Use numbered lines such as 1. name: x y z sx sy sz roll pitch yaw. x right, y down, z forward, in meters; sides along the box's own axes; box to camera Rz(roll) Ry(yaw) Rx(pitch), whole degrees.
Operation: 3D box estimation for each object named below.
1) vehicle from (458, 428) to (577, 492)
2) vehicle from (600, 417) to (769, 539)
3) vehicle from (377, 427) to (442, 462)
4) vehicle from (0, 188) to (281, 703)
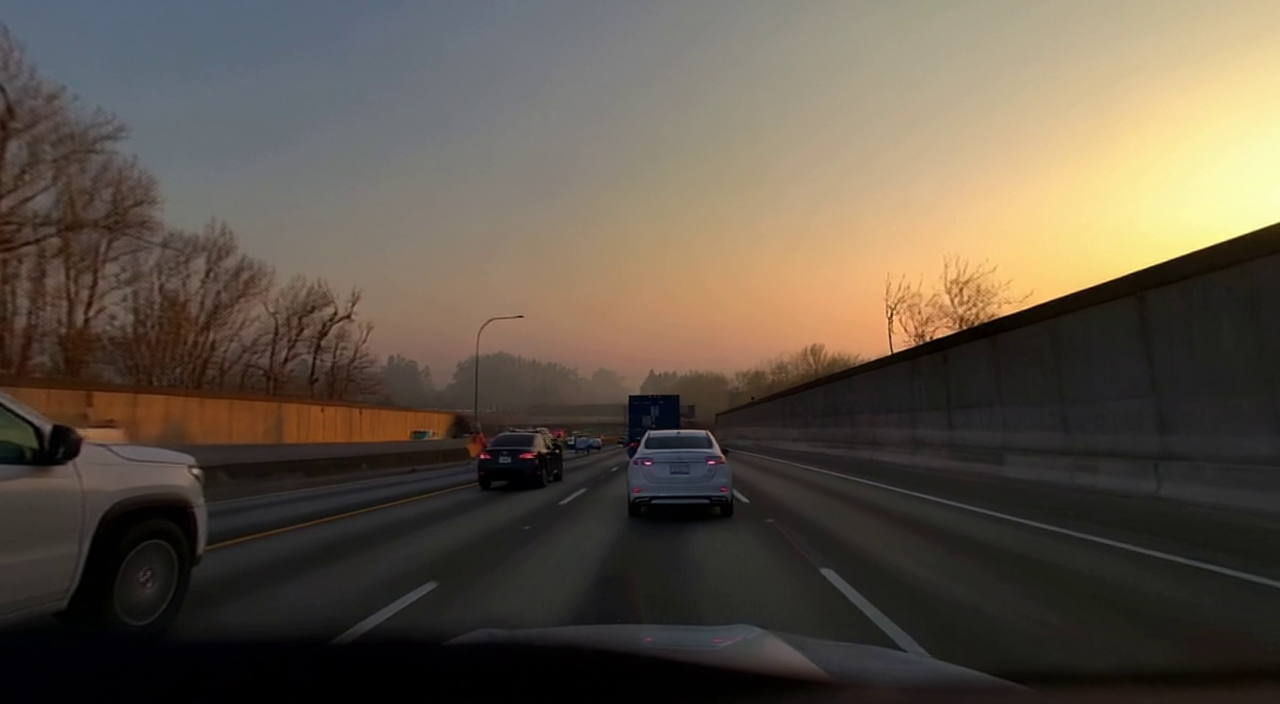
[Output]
1. vehicle: -3.073 2.806 16.829 2.087 1.457 4.313 -1 -8 4
2. vehicle: 0.664 1.842 9.900 2.089 1.485 4.153 -1 -8 3
3. vehicle: -16.979 6.827 46.696 2.305 2.396 5.841 -1 -8 3
4. vehicle: -4.104 0.366 1.912 2.386 2.435 5.831 0 -8 2
